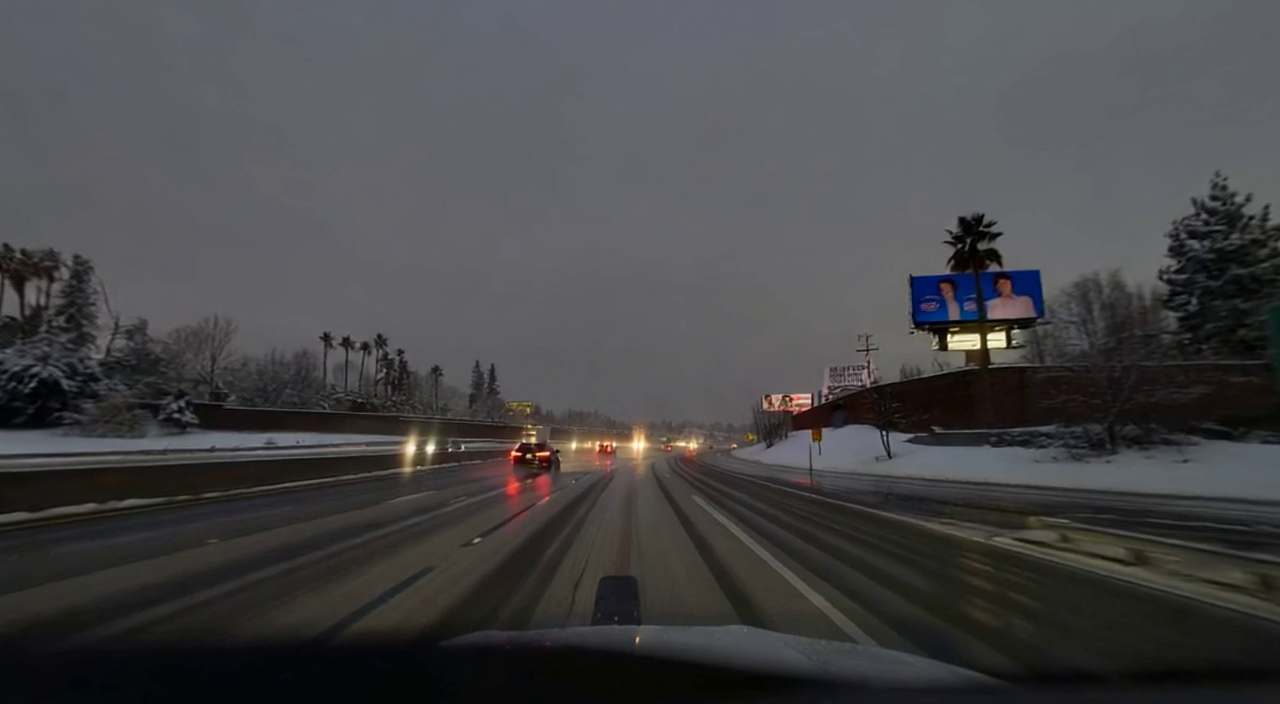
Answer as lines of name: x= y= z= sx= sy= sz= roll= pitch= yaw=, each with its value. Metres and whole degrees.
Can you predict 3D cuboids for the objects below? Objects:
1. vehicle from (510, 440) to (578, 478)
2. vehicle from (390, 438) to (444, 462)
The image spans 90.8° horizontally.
vehicle: x=-3.993 y=4.555 z=27.108 sx=2.078 sy=1.457 sz=4.648 roll=0 pitch=-8 yaw=2
vehicle: x=-14.670 y=6.492 z=41.826 sx=1.853 sy=1.509 sz=4.397 roll=0 pitch=-8 yaw=2
